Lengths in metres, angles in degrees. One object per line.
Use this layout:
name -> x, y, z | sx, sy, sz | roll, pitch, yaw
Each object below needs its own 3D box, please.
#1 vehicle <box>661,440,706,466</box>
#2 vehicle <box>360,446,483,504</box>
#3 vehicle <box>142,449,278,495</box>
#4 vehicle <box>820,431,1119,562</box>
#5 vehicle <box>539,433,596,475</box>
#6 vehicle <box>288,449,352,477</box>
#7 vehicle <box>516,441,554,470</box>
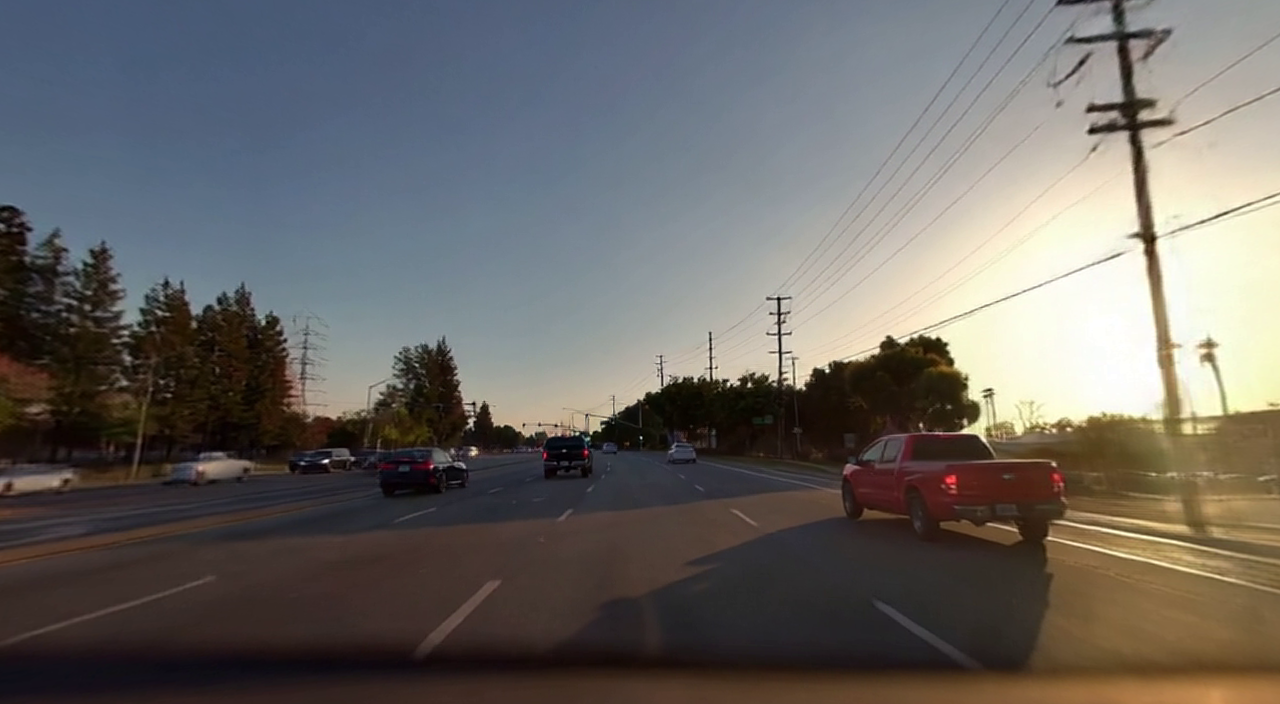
vehicle -> 2.515, 6.025, 37.802 | 2.071, 1.435, 4.226 | 1, -9, -5
vehicle -> -6.353, 3.590, 19.051 | 2.035, 1.497, 4.723 | 0, -8, 0
vehicle -> -17.714, 4.932, 26.430 | 2.108, 1.709, 5.041 | 0, -9, 0
vehicle -> 4.307, 1.937, 9.317 | 1.840, 1.428, 4.602 | 0, -8, -1
vehicle -> -3.640, 5.271, 32.928 | 2.467, 1.991, 6.089 | 0, -8, -2
vehicle -> -21.163, 7.344, 42.035 | 2.035, 1.706, 4.197 | 0, -8, 0
vehicle -> -7.606, 7.579, 46.052 | 2.169, 1.865, 4.739 | 4, -11, -4
